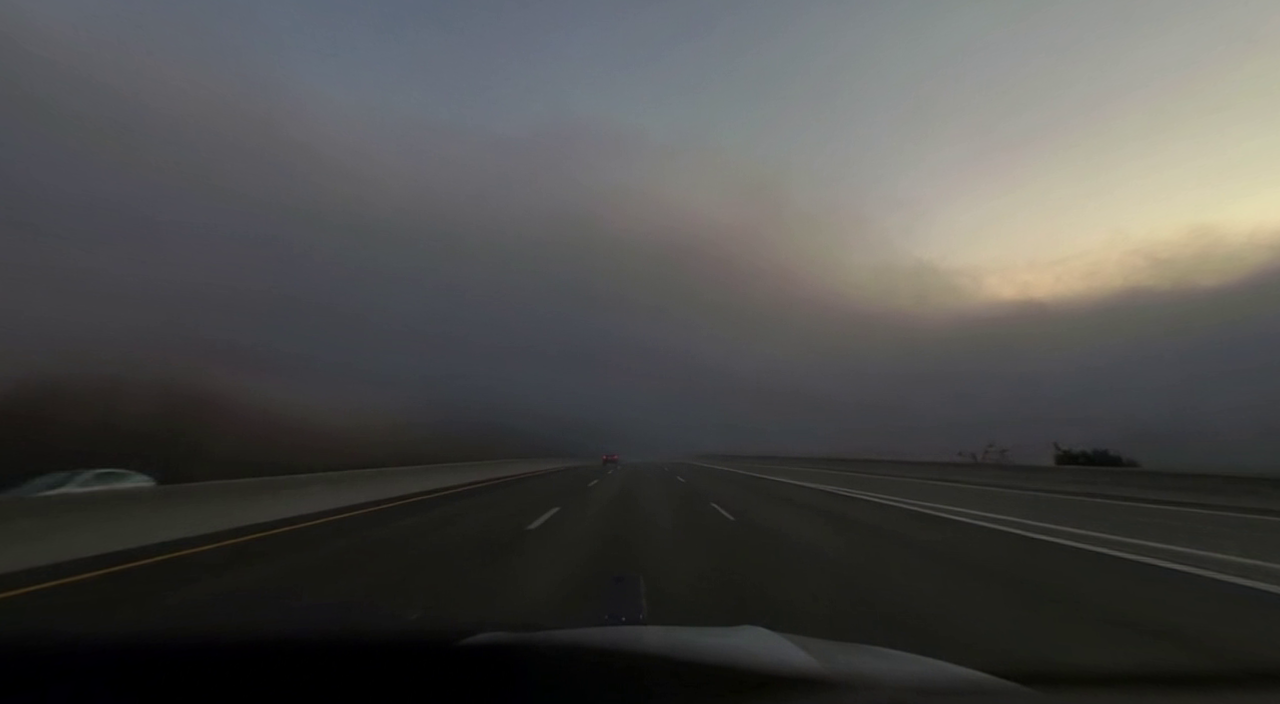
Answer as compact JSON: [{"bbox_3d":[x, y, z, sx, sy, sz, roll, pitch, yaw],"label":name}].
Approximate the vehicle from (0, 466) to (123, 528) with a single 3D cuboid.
[{"bbox_3d":[-16.604,3.866,17.126,1.769,1.419,3.896,0,-9,0],"label":"vehicle"}]
